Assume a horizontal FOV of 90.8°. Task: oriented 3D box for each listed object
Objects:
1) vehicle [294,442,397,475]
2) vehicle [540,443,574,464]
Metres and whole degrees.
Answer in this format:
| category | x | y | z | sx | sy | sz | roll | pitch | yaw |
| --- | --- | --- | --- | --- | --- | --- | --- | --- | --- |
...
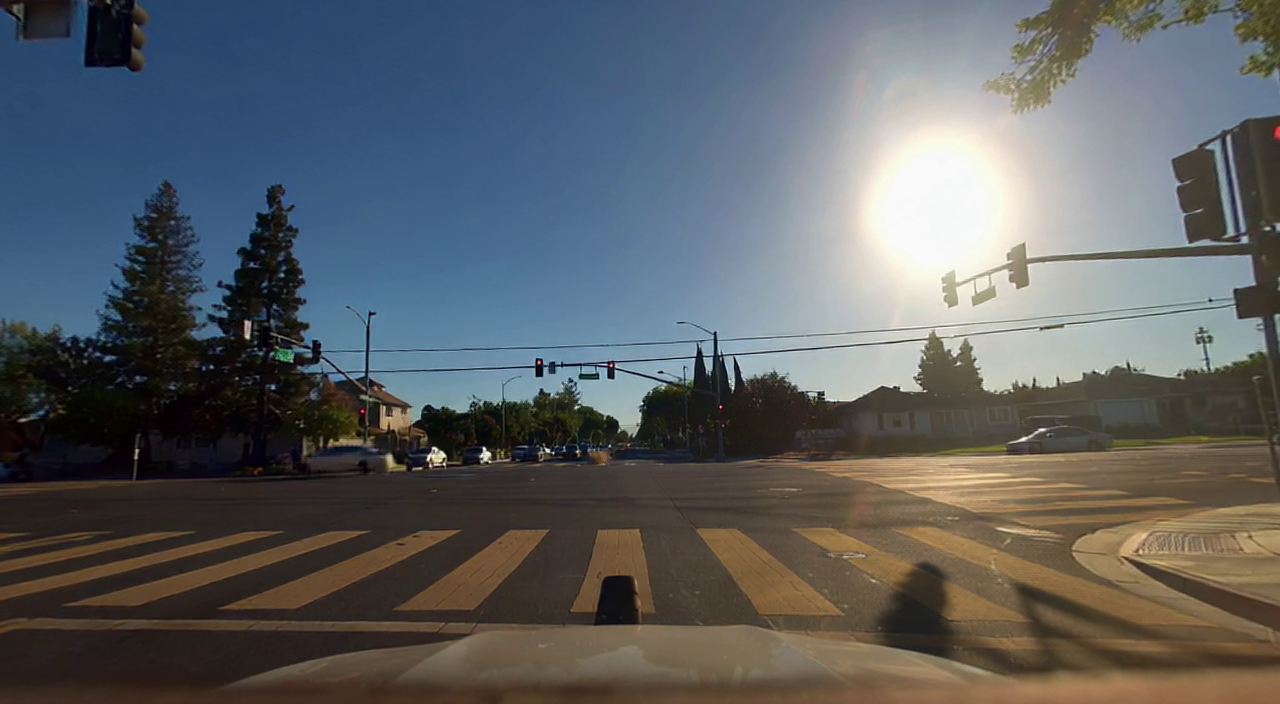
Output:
| category | x | y | z | sx | sy | sz | roll | pitch | yaw |
| --- | --- | --- | --- | --- | --- | --- | --- | --- | --- |
| vehicle | -16.128 | 5.866 | 34.756 | 4.706 | 1.710 | 1.932 | -1 | -8 | 4 |
| vehicle | -6.141 | 7.523 | 47.041 | 1.936 | 1.444 | 4.168 | 0 | -8 | 0 |
